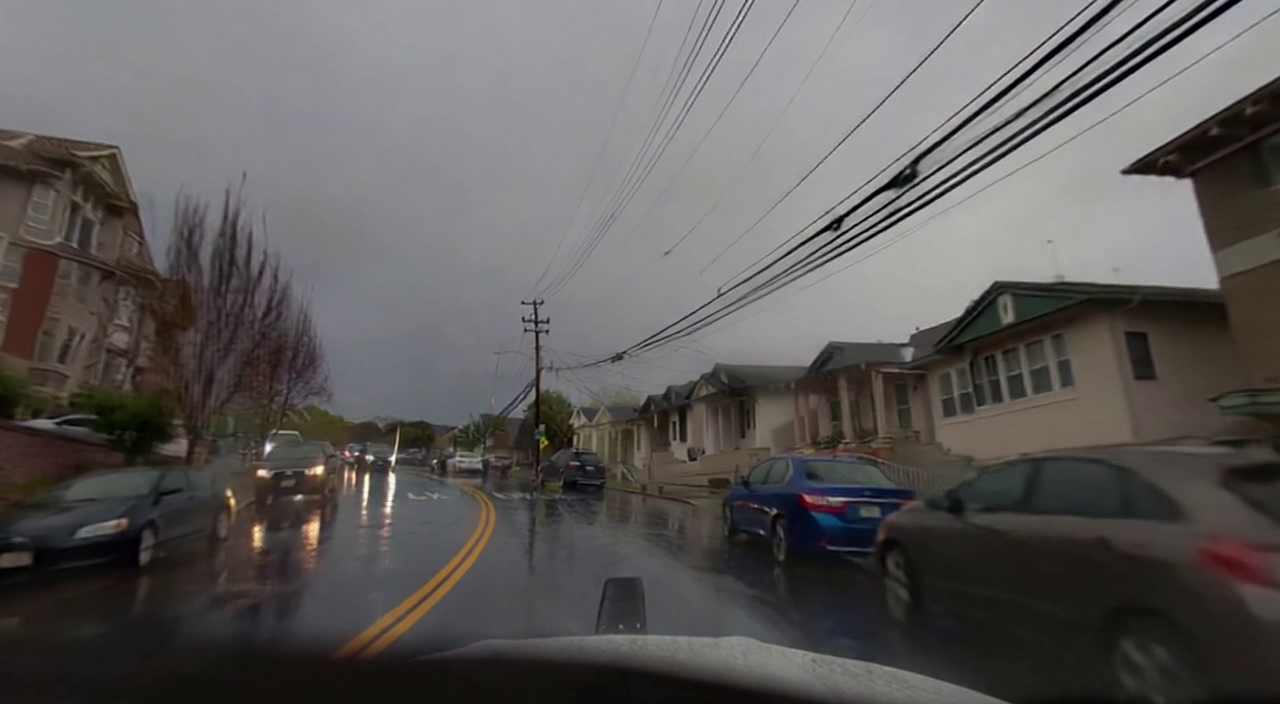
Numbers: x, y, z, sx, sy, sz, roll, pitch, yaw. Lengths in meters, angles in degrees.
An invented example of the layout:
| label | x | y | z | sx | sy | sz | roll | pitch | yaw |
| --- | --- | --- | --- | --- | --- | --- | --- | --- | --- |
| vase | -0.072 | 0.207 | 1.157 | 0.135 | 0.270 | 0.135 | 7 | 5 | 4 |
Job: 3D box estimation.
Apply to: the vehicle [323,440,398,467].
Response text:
| label | x | y | z | sx | sy | sz | roll | pitch | yaw |
| --- | --- | --- | --- | --- | --- | --- | --- | --- | --- |
| vehicle | -21.550 | 7.820 | 48.689 | 5.504 | 1.869 | 2.449 | -5 | -15 | 33 |

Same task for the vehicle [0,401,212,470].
| label | x | y | z | sx | sy | sz | roll | pitch | yaw |
| --- | --- | --- | --- | --- | --- | --- | --- | --- | --- |
| vehicle | -17.292 | 2.674 | 20.044 | 5.822 | 1.956 | 2.355 | 5 | -10 | -29 |

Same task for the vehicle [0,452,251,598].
| label | x | y | z | sx | sy | sz | roll | pitch | yaw |
| --- | --- | --- | --- | --- | --- | --- | --- | --- | --- |
| vehicle | -7.279 | 2.205 | 8.658 | 2.003 | 1.447 | 3.642 | -4 | -8 | -8 |

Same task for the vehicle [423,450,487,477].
| label | x | y | z | sx | sy | sz | roll | pitch | yaw |
| --- | --- | --- | --- | --- | --- | --- | --- | --- | --- |
| vehicle | -11.620 | 6.921 | 39.560 | 1.923 | 1.531 | 4.568 | 8 | -11 | -42 |

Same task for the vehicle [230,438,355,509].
| label | x | y | z | sx | sy | sz | roll | pitch | yaw |
| --- | --- | --- | --- | --- | --- | --- | --- | --- | --- |
| vehicle | -9.399 | 3.258 | 17.518 | 2.023 | 1.674 | 4.556 | 3 | -9 | -16 |

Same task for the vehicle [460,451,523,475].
| label | x | y | z | sx | sy | sz | roll | pitch | yaw |
| --- | --- | --- | --- | --- | --- | --- | --- | --- | --- |
| vehicle | -11.019 | 8.217 | 47.001 | 2.023 | 1.586 | 4.163 | -8 | -10 | 38 |

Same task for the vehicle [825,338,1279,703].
| label | x | y | z | sx | sy | sz | roll | pitch | yaw |
| --- | --- | --- | --- | --- | --- | --- | --- | --- | --- |
| vehicle | 2.992 | 1.105 | 3.858 | 1.974 | 1.769 | 4.610 | 1 | -9 | -5 |

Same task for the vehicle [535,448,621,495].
| label | x | y | z | sx | sy | sz | roll | pitch | yaw |
| --- | --- | --- | --- | --- | --- | --- | --- | --- | --- |
| vehicle | -2.647 | 4.830 | 25.900 | 1.994 | 1.682 | 4.750 | 7 | -11 | -24 |
